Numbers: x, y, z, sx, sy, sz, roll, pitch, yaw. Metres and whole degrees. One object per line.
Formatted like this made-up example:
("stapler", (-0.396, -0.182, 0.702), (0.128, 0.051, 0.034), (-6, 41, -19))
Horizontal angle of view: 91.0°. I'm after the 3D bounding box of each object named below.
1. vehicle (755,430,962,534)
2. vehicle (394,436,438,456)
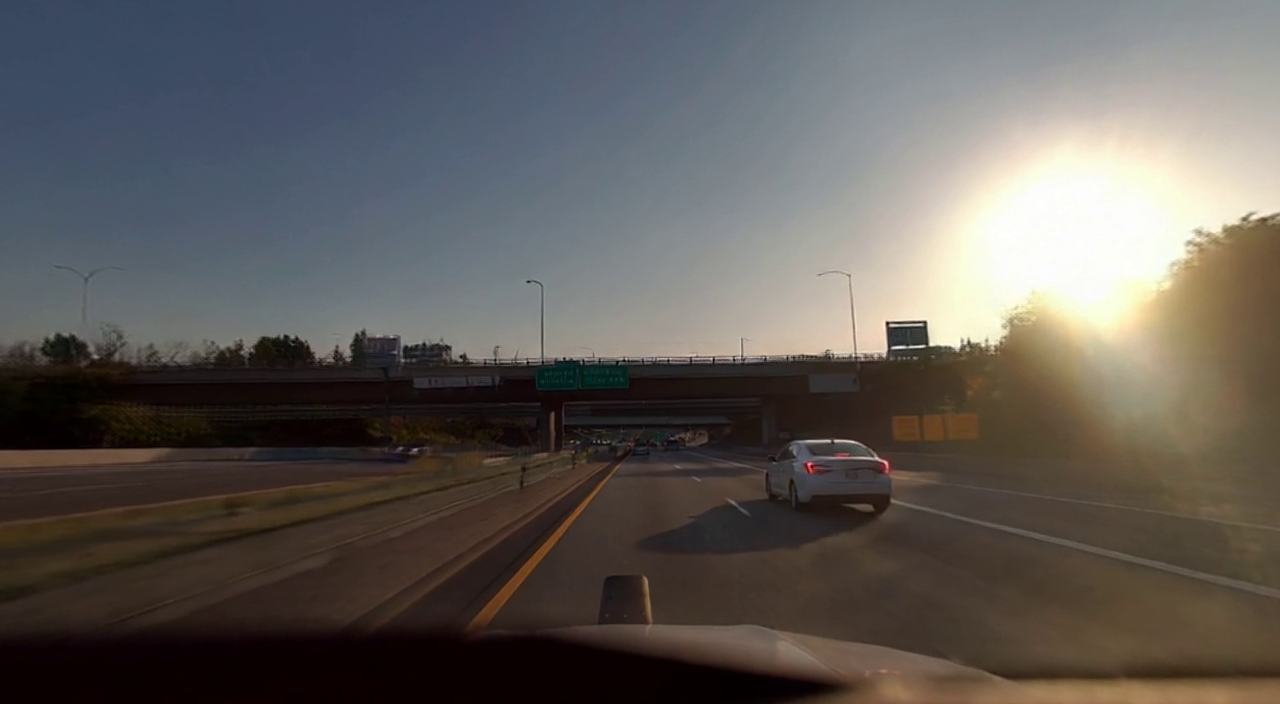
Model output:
("vehicle", (3.559, 2.201, 11.362), (2.091, 1.482, 4.522), (0, -8, 0))
("vehicle", (-16.784, 7.056, 47.284), (1.775, 1.448, 3.844), (0, -8, 1))
